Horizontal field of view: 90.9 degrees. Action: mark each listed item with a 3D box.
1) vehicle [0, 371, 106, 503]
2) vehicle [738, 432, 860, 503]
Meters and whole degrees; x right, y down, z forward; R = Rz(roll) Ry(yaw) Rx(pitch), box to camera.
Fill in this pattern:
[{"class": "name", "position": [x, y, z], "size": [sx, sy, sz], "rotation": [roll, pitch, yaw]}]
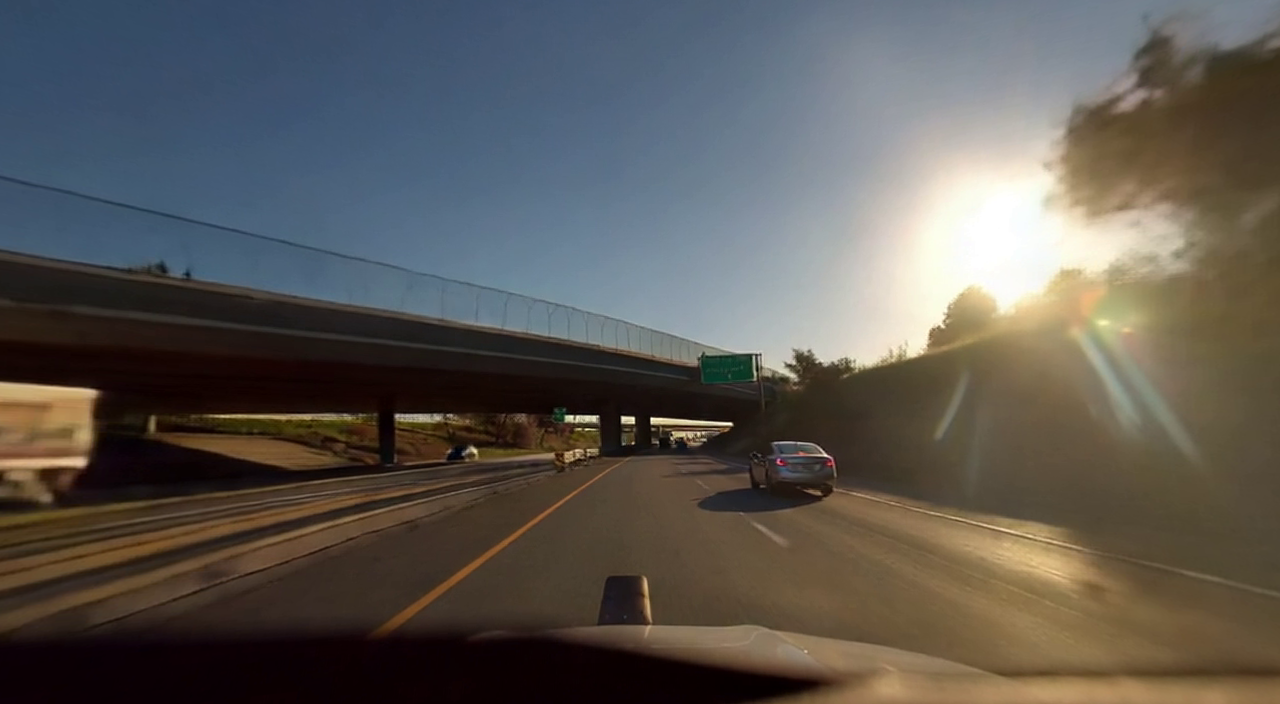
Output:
[{"class": "vehicle", "position": [-22.436, 2.094, 15.925], "size": [3.284, 4.203, 16.559], "rotation": [-1, -8, 1]}, {"class": "vehicle", "position": [3.771, 2.821, 15.757], "size": [1.997, 1.515, 4.025], "rotation": [0, -9, 0]}]
